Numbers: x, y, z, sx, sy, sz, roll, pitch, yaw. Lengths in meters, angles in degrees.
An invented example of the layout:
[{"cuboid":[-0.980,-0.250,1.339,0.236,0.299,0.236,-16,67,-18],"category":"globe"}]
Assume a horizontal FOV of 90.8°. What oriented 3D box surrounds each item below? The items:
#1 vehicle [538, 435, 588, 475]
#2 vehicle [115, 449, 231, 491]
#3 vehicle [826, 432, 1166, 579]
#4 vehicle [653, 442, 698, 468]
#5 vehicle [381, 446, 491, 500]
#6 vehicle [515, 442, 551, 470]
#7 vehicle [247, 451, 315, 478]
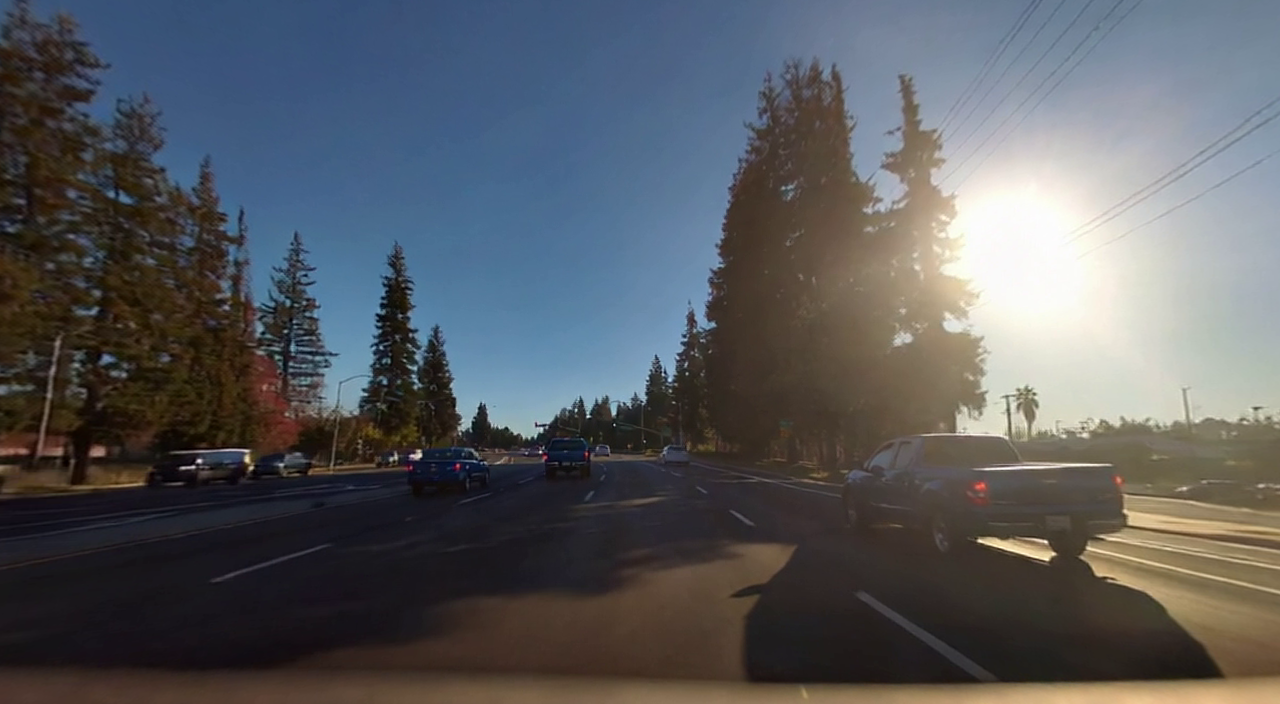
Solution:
[{"cuboid":[-4.174,5.743,35.456,2.467,1.991,6.089,0,-9,-4],"category":"vehicle"},{"cuboid":[-21.073,5.308,28.759,2.035,1.706,4.197,0,-9,0],"category":"vehicle"},{"cuboid":[4.220,1.864,8.606,1.840,1.428,4.602,0,-9,-2],"category":"vehicle"},{"cuboid":[2.056,6.167,37.877,2.071,1.435,4.226,1,-9,-5],"category":"vehicle"},{"cuboid":[-6.408,3.827,20.487,2.035,1.497,4.723,0,-9,-1],"category":"vehicle"},{"cuboid":[-8.107,8.004,48.437,2.169,1.865,4.739,4,-11,-4],"category":"vehicle"},{"cuboid":[-24.298,7.626,43.017,1.915,1.689,4.640,0,-9,-1],"category":"vehicle"}]
